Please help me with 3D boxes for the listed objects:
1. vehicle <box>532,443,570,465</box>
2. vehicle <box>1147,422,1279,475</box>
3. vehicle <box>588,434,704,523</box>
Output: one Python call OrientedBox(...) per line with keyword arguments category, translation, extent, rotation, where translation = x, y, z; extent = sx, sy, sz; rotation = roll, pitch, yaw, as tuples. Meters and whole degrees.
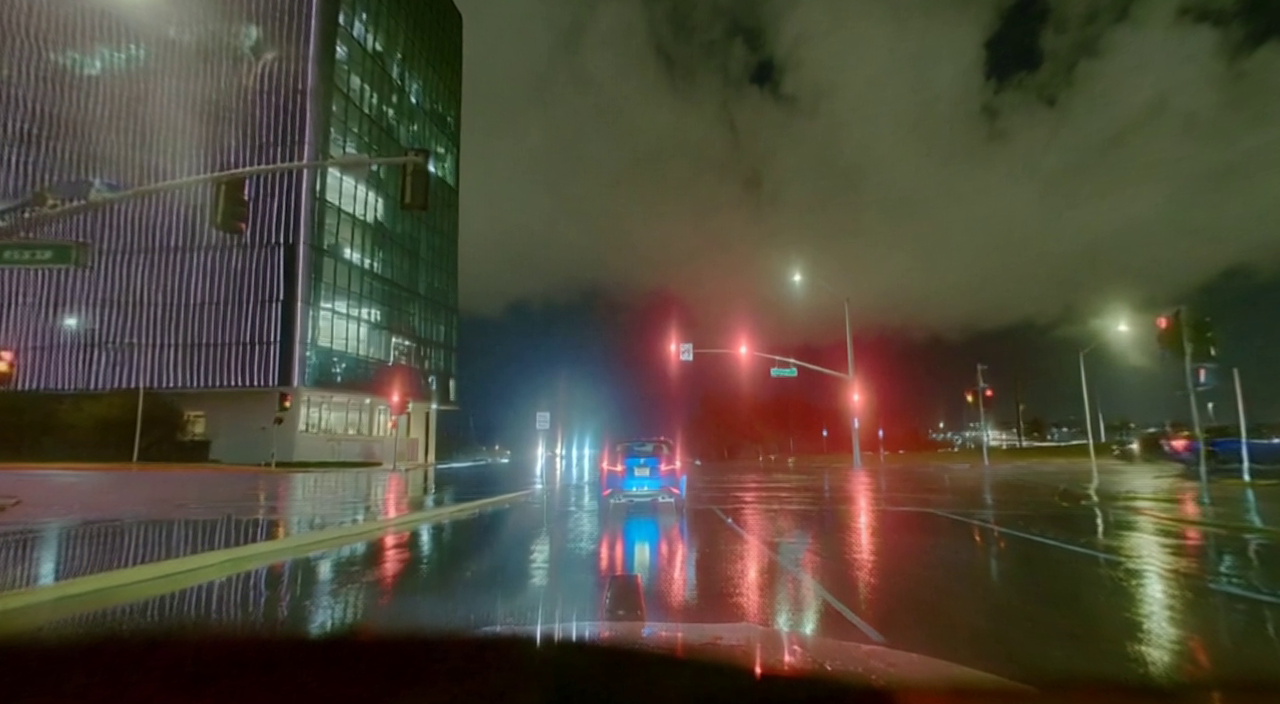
OrientedBox(category="vehicle", translation=(-6.700, 7.742, 47.834), extent=(2.113, 1.535, 4.504), rotation=(0, -9, 2))
OrientedBox(category="vehicle", translation=(21.133, 3.384, 22.099), extent=(4.739, 1.749, 2.174), rotation=(0, -9, -1))
OrientedBox(category="vehicle", translation=(0.212, 2.524, 13.129), extent=(2.014, 1.525, 4.197), rotation=(0, -9, 3))
